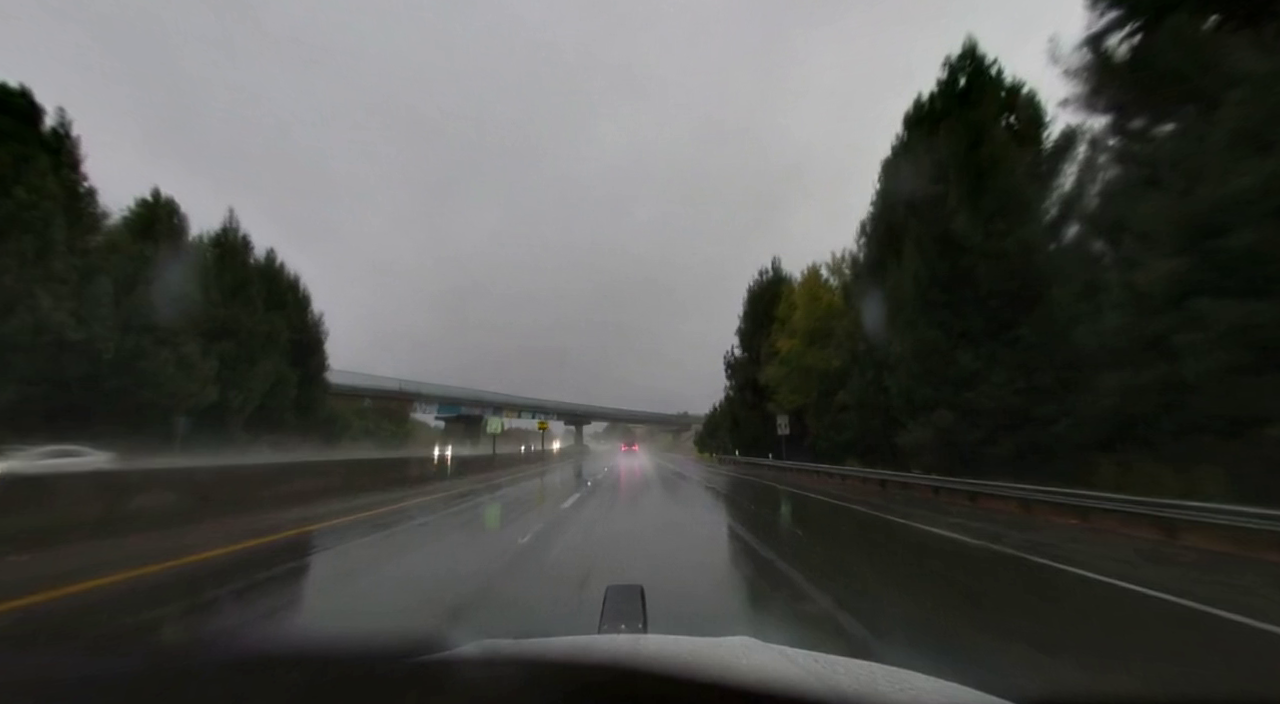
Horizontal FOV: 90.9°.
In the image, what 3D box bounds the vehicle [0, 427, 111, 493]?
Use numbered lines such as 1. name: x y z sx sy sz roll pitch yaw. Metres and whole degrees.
1. vehicle: -17.272 2.932 17.162 1.858 1.643 4.512 0 -9 -2
